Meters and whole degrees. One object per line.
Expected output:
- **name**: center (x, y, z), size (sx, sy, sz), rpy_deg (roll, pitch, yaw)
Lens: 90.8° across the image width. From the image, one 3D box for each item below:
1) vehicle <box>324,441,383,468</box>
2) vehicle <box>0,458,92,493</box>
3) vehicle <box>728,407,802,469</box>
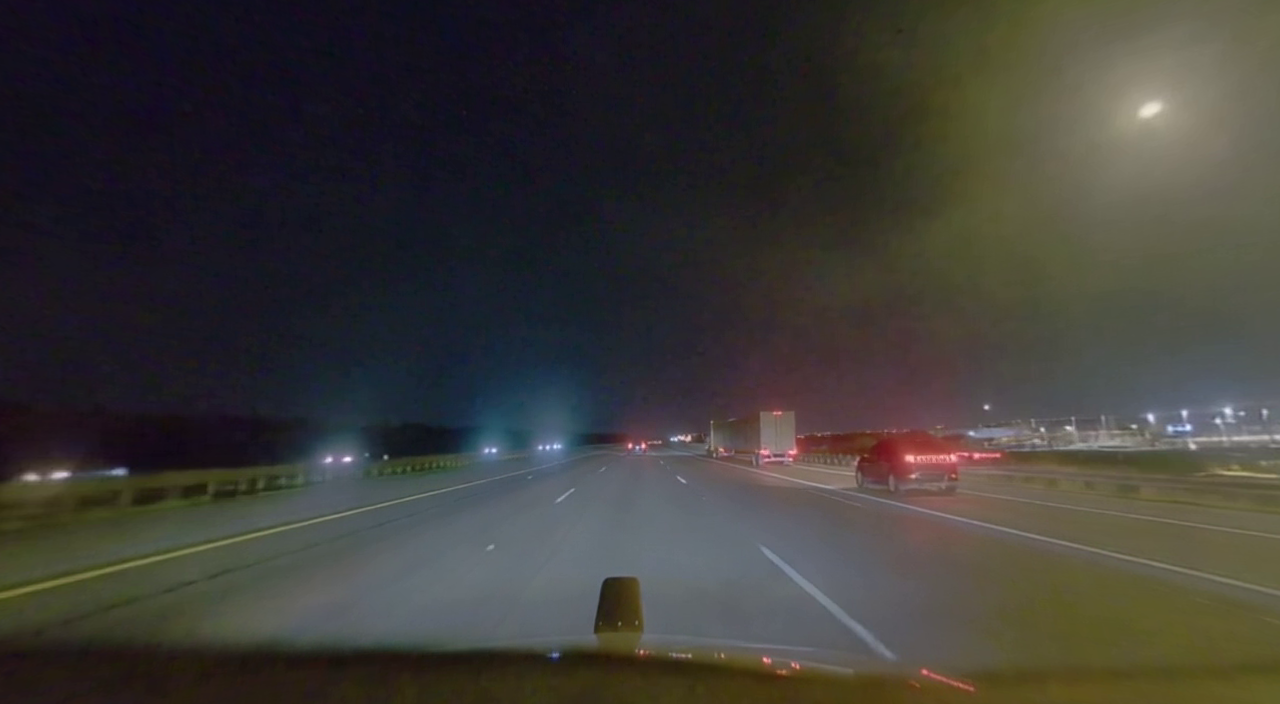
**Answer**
- **vehicle**: center (-22.392, 7.994, 49.568), size (2.071, 2.009, 5.318), rpy_deg (0, -8, 0)
- **vehicle**: center (-29.591, 5.917, 30.582), size (1.814, 1.455, 4.645), rpy_deg (0, -8, 1)
- **vehicle**: center (7.094, 5.072, 37.003), size (2.793, 3.204, 7.997), rpy_deg (0, -8, 1)
